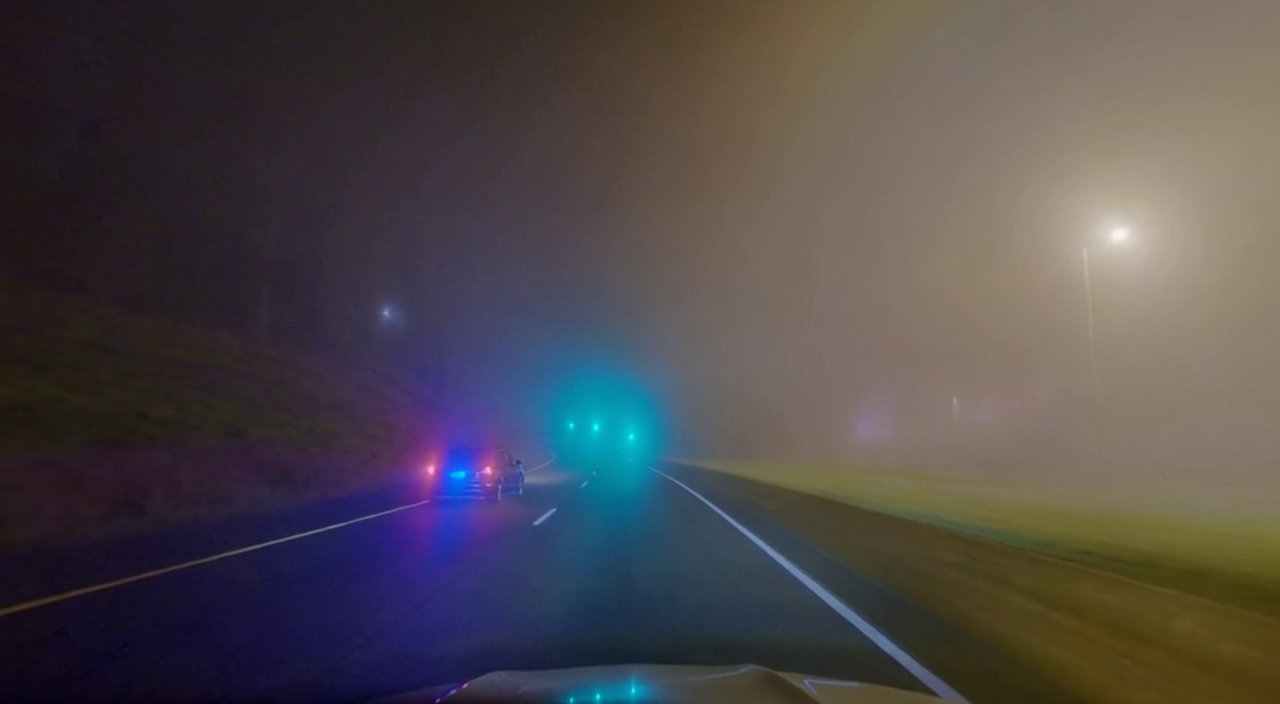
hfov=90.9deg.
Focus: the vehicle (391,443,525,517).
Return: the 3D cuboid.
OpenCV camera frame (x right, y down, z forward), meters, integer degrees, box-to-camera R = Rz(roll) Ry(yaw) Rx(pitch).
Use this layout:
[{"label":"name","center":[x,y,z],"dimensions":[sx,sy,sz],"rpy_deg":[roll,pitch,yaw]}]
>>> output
[{"label":"vehicle","center":[-4.210,3.005,15.413],"dimensions":[1.968,1.503,4.443],"rpy_deg":[-1,-9,0]}]
